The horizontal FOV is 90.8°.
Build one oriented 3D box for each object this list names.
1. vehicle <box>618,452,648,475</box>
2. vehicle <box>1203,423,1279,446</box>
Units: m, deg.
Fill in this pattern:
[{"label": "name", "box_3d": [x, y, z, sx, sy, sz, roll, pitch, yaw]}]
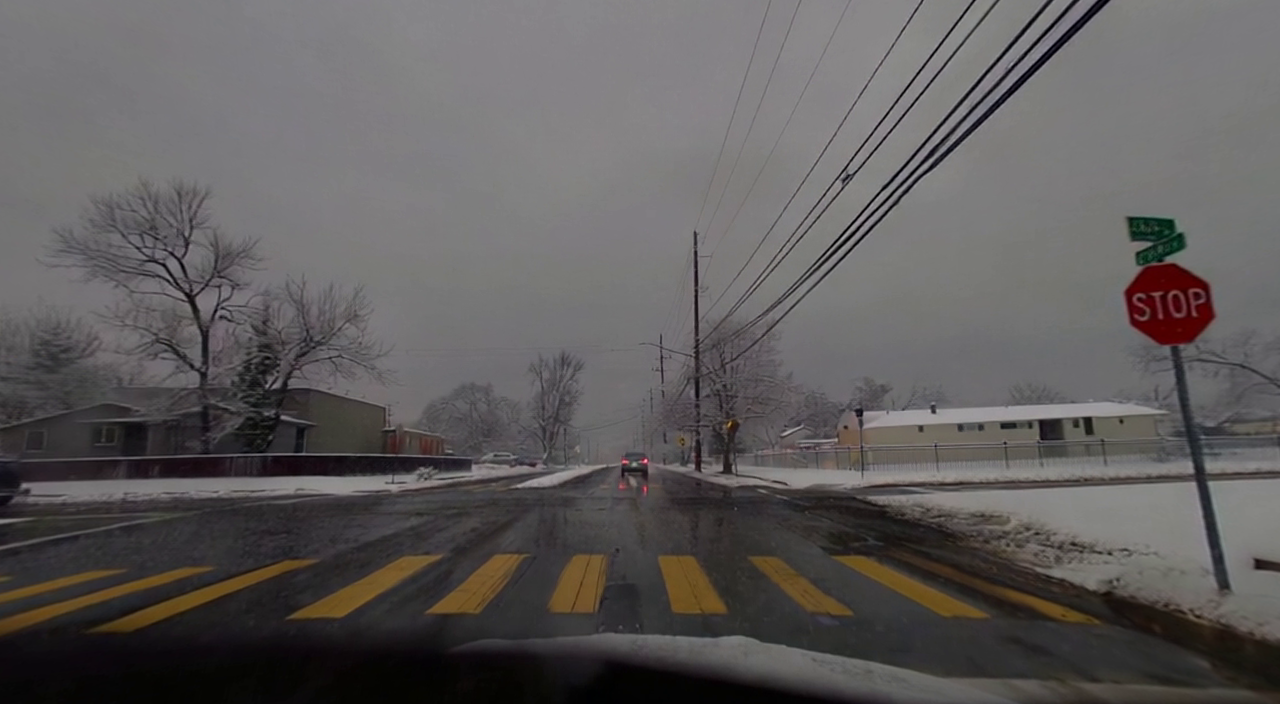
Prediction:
[{"label": "vehicle", "box_3d": [-0.493, 7.990, 45.404, 2.064, 1.477, 3.968, 0, -9, 0]}, {"label": "vehicle", "box_3d": [44.576, 6.053, 46.033, 2.251, 1.596, 5.193, -1, -8, 0]}]
